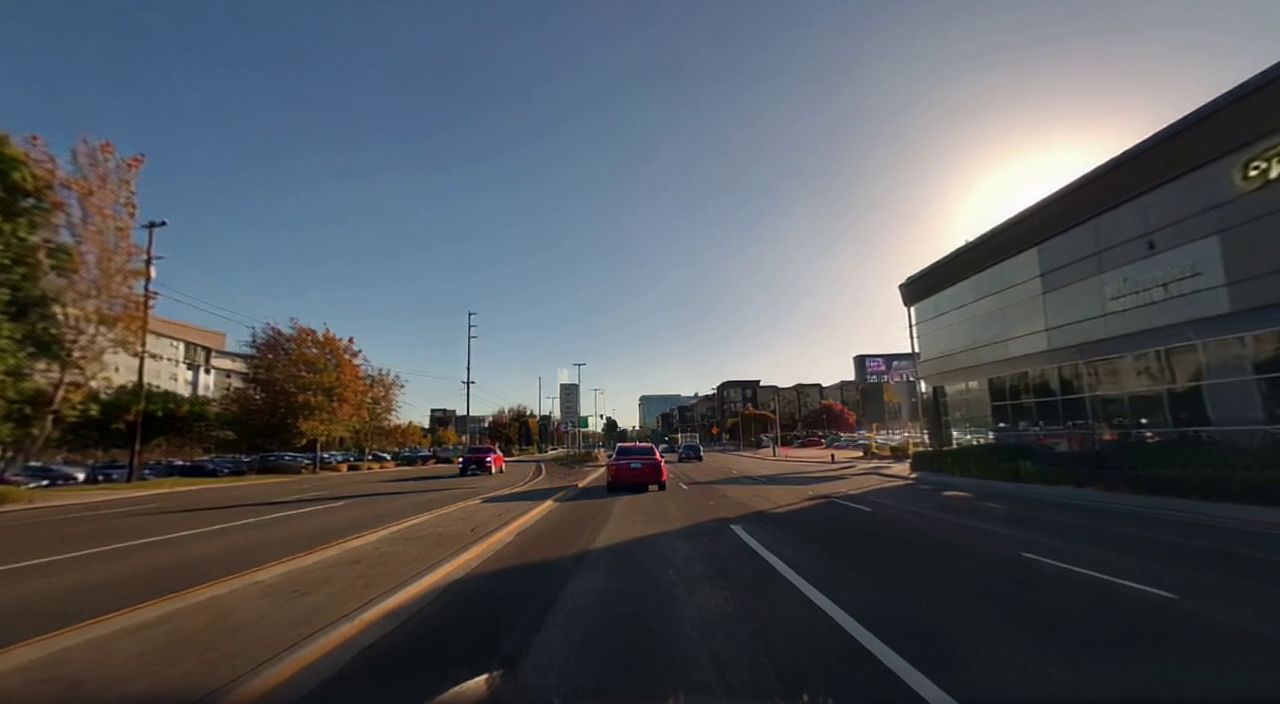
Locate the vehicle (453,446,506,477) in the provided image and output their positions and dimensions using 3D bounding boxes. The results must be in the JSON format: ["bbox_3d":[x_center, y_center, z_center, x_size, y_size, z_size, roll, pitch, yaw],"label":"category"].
[{"bbox_3d":[-9.230,6.313,36.547,1.903,1.476,4.395,-5,-8,-1],"label":"vehicle"}]

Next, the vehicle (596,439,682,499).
[{"bbox_3d":[-0.063,3.202,17.596,2.126,1.475,3.967,0,-8,-1],"label":"vehicle"}]
